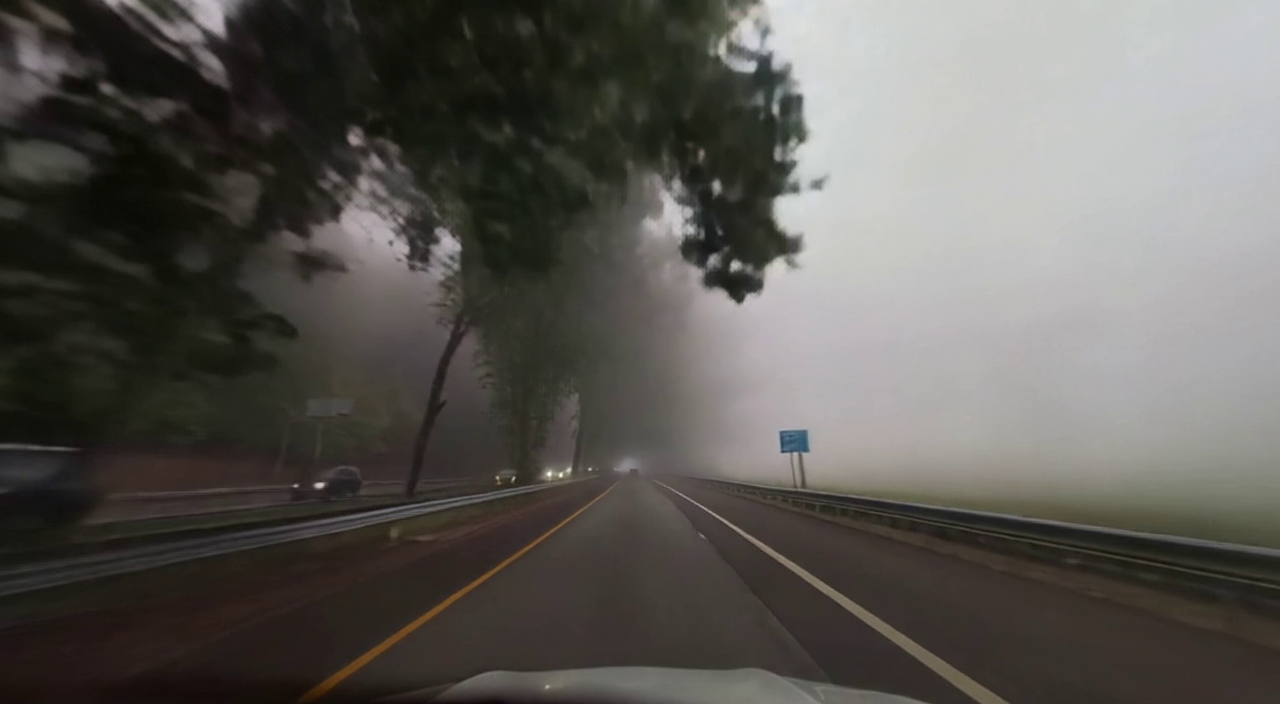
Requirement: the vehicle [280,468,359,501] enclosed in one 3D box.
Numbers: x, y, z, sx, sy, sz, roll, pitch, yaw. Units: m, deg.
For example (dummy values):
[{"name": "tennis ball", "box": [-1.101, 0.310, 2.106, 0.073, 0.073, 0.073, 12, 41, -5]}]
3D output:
[{"name": "vehicle", "box": [-17.061, 7.072, 33.795, 2.059, 1.605, 4.041, 1, -10, 0]}]
